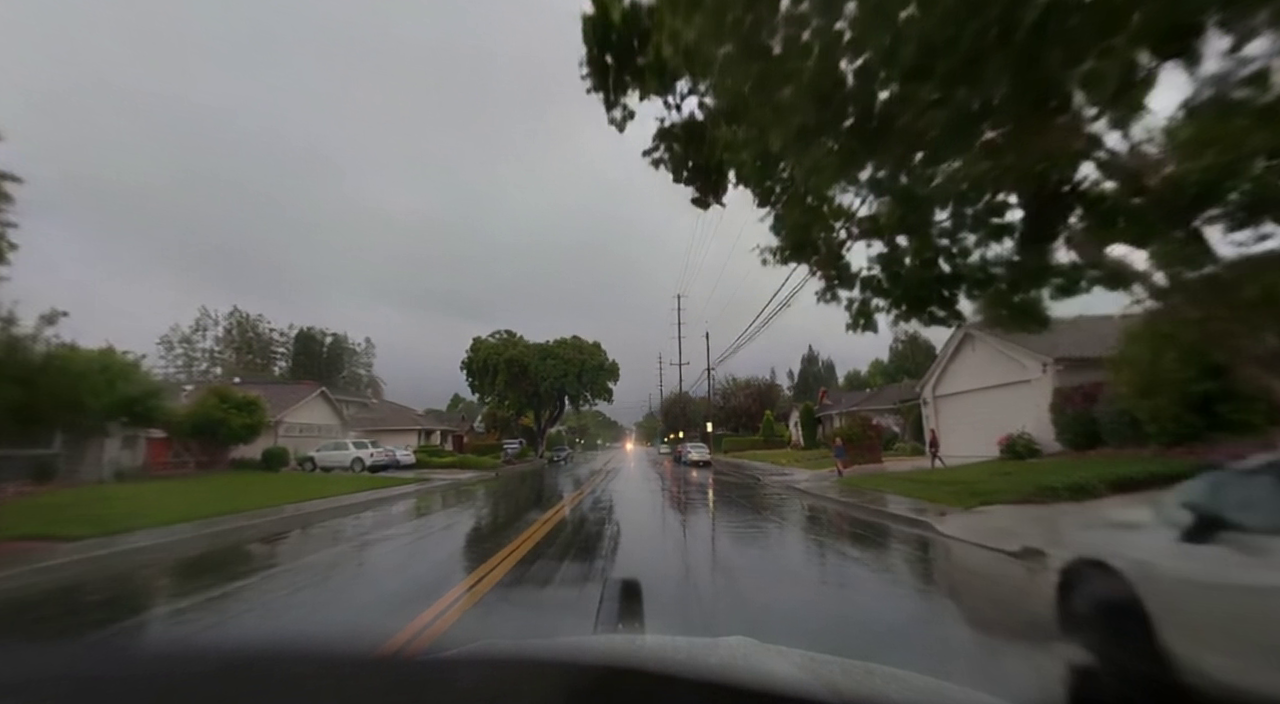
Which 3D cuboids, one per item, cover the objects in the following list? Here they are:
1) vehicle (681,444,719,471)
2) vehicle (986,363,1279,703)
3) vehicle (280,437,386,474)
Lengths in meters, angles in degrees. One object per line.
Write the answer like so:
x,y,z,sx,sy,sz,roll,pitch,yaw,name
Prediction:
3.765,6.695,40.220,1.917,1.569,4.460,0,-8,-1,vehicle
3.685,0.863,2.259,2.316,1.695,4.596,0,-8,1,vehicle
-15.413,5.233,31.768,4.320,1.767,1.951,-1,-9,2,vehicle
